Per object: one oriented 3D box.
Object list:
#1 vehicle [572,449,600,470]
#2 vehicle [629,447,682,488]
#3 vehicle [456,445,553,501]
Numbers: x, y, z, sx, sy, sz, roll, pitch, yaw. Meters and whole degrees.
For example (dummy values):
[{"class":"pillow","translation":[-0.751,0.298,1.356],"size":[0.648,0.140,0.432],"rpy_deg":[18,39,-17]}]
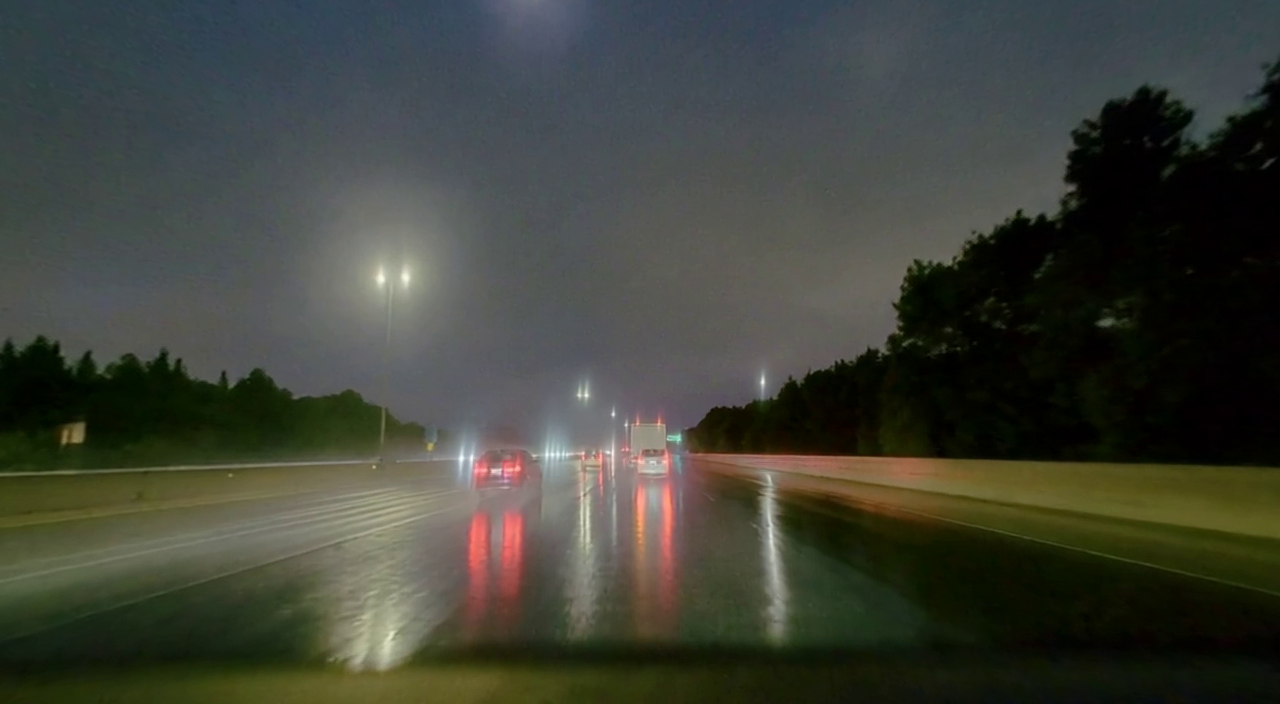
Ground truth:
[{"class":"vehicle","translation":[-4.066,8.122,47.594],"size":[1.837,1.530,3.844],"rpy_deg":[0,-9,0]},{"class":"vehicle","translation":[0.580,4.678,25.733],"size":[2.015,1.526,4.286],"rpy_deg":[0,-9,0]},{"class":"vehicle","translation":[-3.960,3.612,19.125],"size":[1.940,1.502,4.463],"rpy_deg":[0,-9,1]}]
